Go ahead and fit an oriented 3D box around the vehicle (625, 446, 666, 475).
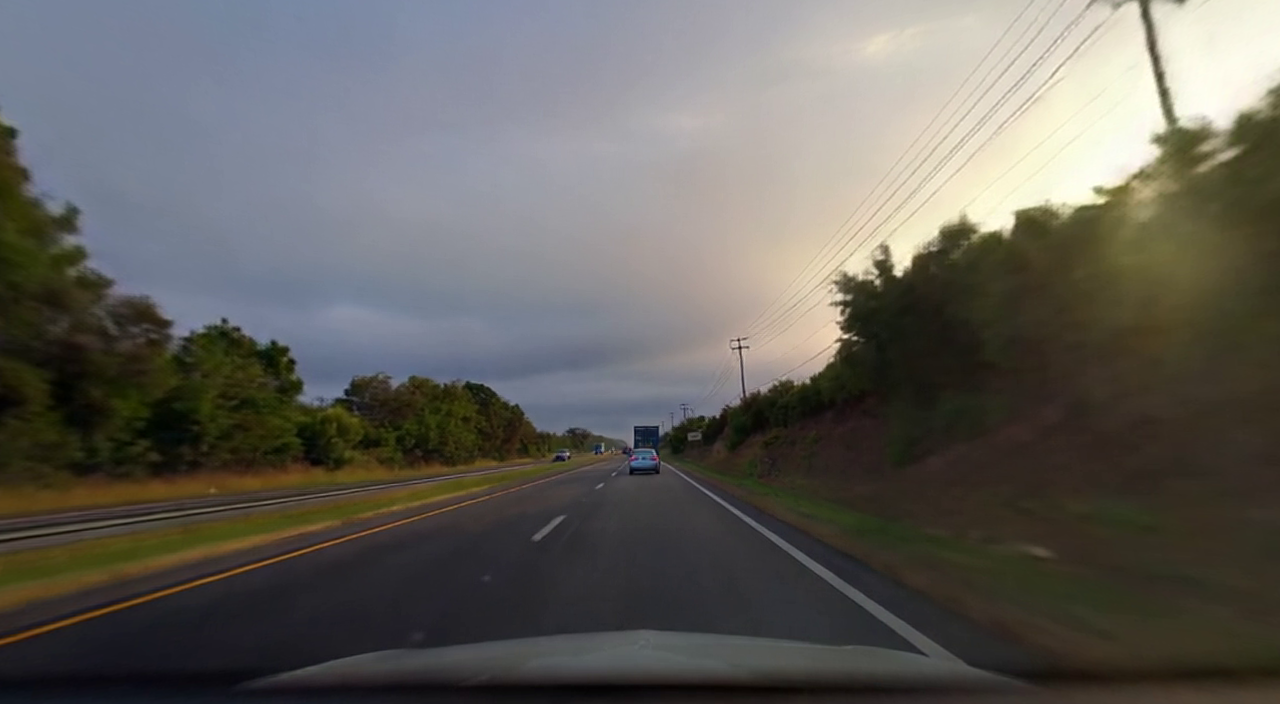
[{"bbox_3d":[0.267,5.903,34.353,2.080,1.486,3.813,0,-9,-1],"label":"vehicle"}]
